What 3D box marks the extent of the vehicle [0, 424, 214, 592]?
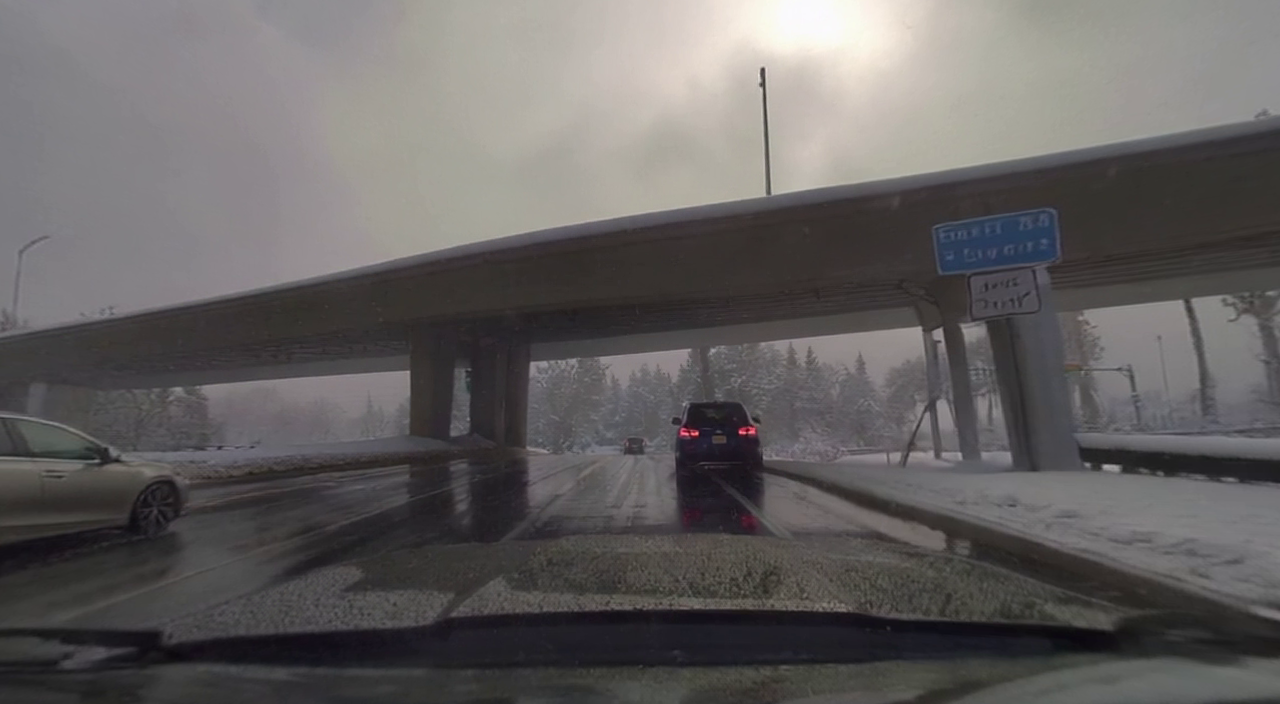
[{"bbox_3d":[-7.511,1.721,7.391,2.108,1.670,4.235,0,-8,-1],"label":"vehicle"}]
